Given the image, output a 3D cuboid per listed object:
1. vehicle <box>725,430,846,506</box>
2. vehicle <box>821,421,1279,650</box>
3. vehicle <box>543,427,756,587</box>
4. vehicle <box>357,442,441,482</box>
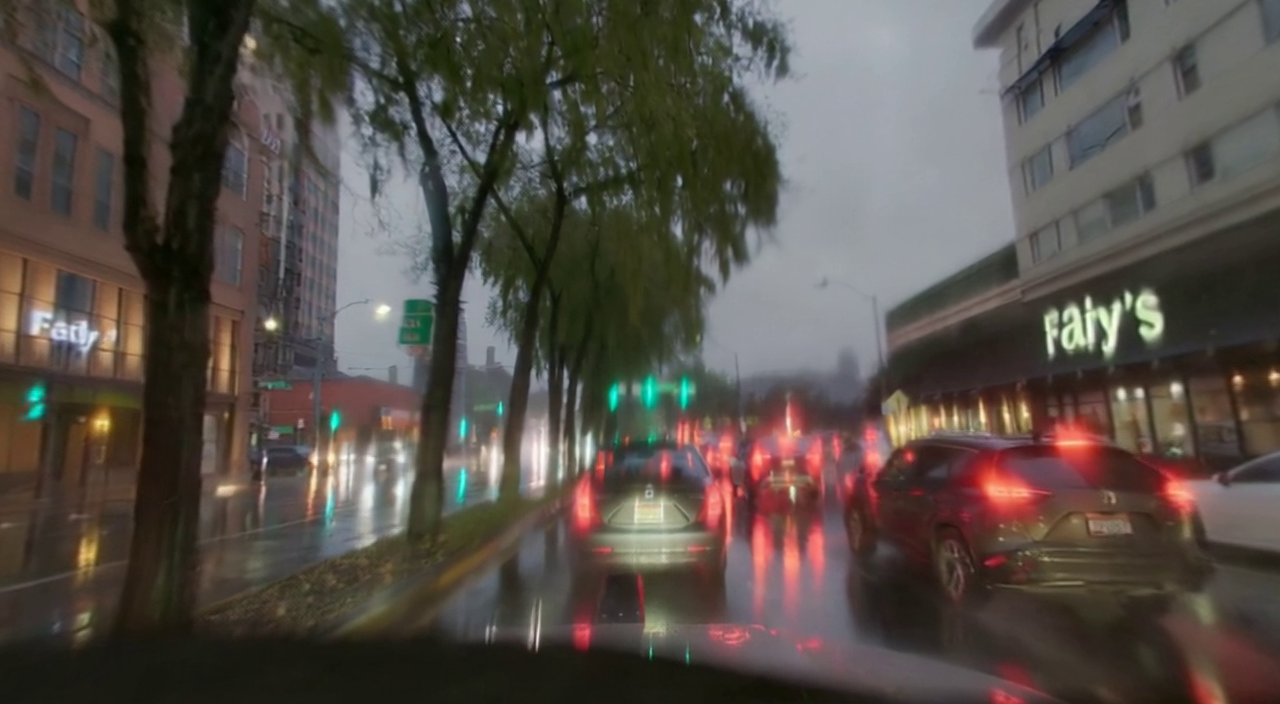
[{"bbox_3d":[3.544,2.914,16.322,2.025,1.660,4.334,0,-8,-1],"label":"vehicle"},{"bbox_3d":[3.414,1.525,6.317,1.988,1.480,4.195,0,-8,1],"label":"vehicle"},{"bbox_3d":[0.061,1.732,7.808,2.006,1.487,3.535,0,-8,-1],"label":"vehicle"},{"bbox_3d":[-11.326,5.174,30.075,2.042,1.749,4.629,-1,-8,1],"label":"vehicle"}]
